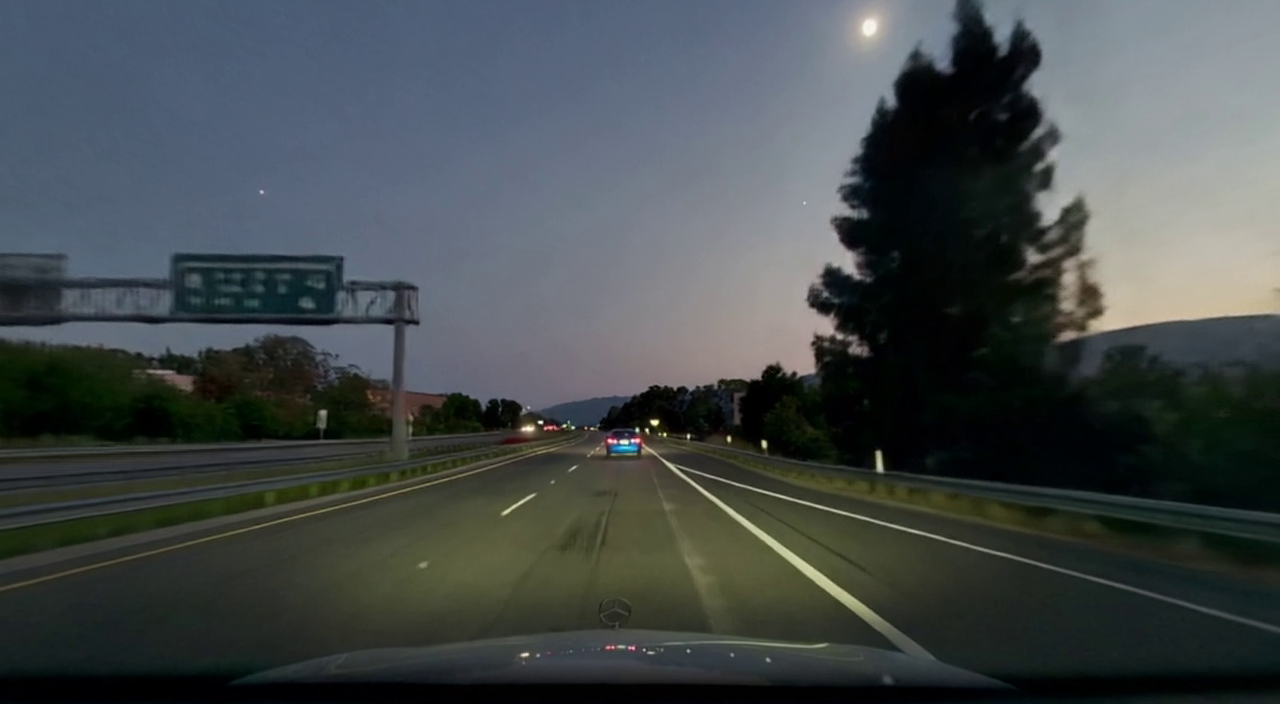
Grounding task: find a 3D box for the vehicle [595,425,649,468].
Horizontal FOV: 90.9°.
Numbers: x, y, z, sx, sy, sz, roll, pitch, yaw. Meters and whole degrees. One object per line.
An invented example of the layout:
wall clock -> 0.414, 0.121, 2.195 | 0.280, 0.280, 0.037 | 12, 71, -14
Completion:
vehicle -> -0.746, 3.838, 25.753 | 2.020, 1.633, 3.942 | 0, -8, -2
